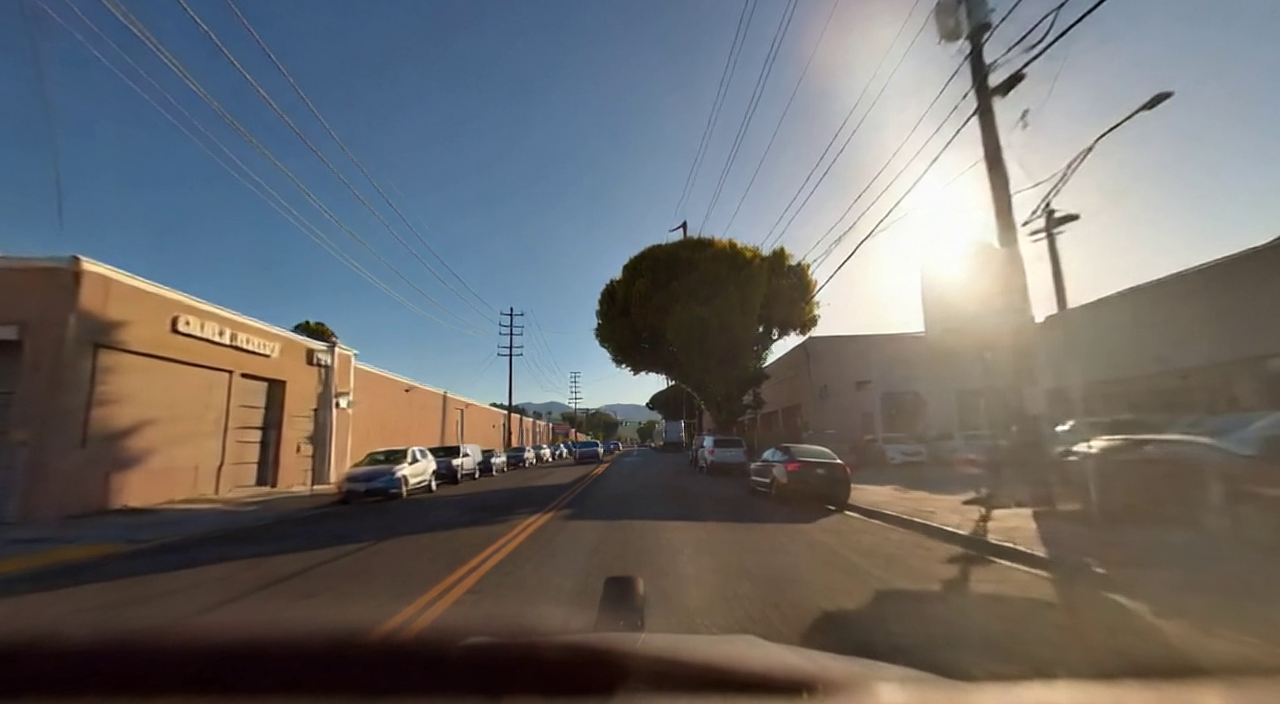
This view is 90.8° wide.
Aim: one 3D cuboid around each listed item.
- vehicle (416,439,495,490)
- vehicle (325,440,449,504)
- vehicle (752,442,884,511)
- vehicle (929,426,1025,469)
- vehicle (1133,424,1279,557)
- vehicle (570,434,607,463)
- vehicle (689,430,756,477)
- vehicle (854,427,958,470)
[{"bbox_3d":[-7.571,4.615,26.412,1.933,1.754,4.514,-3,-7,0],"label":"vehicle"},{"bbox_3d":[-7.843,3.732,20.189,2.194,1.775,4.482,0,-8,-2],"label":"vehicle"},{"bbox_3d":[4.231,2.994,15.829,1.919,1.453,4.425,0,-8,-1],"label":"vehicle"},{"bbox_3d":[14.860,4.221,28.136,1.828,1.749,4.000,0,-8,-4],"label":"vehicle"},{"bbox_3d":[8.210,1.540,6.993,1.973,1.485,4.377,0,-8,0],"label":"vehicle"},{"bbox_3d":[-3.808,7.226,47.614,2.275,1.999,5.723,0,-8,1],"label":"vehicle"},{"bbox_3d":[3.724,4.737,29.877,2.218,1.956,5.916,0,-8,-1],"label":"vehicle"},{"bbox_3d":[11.857,4.367,28.575,1.965,1.705,4.677,0,-8,-11],"label":"vehicle"}]
